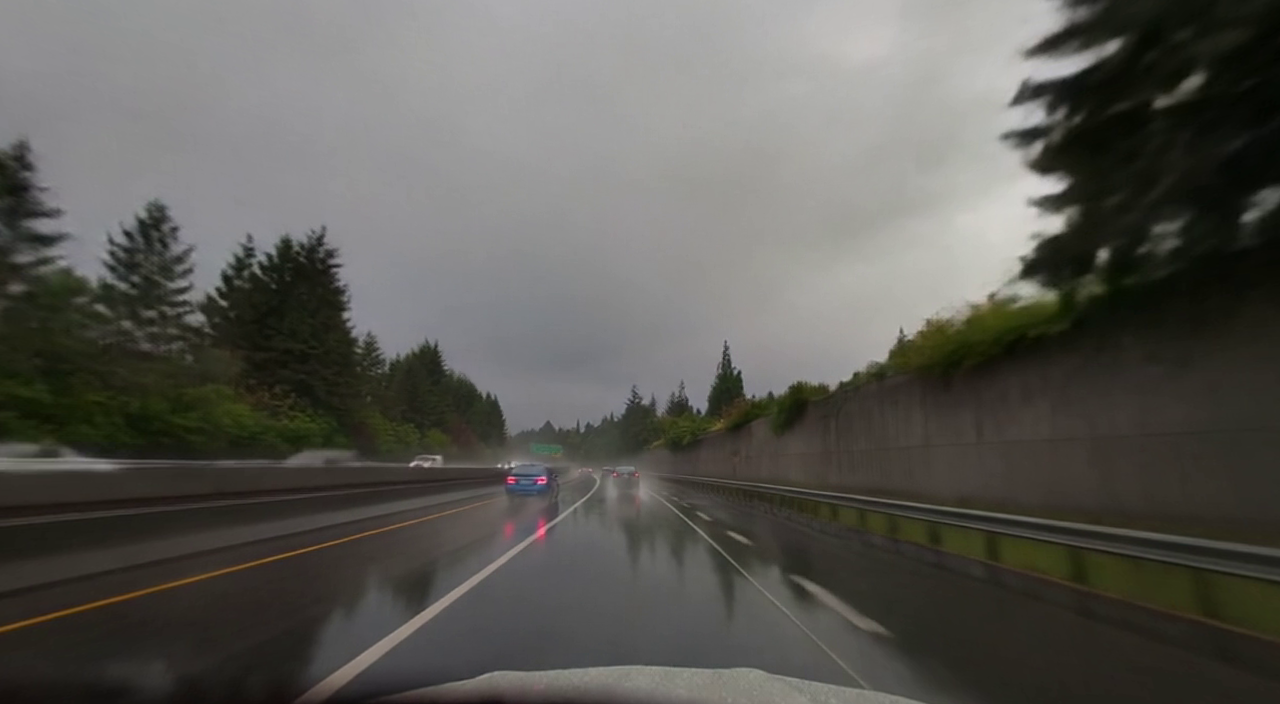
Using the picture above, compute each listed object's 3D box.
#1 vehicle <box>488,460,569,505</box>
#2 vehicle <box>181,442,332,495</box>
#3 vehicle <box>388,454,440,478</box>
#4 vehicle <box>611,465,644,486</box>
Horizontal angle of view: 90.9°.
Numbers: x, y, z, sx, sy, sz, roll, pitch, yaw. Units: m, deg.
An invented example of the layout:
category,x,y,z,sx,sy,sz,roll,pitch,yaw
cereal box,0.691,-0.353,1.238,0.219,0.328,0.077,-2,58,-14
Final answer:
category,x,y,z,sx,sy,sz,roll,pitch,yaw
vehicle,-4.159,4.989,24.346,2.310,1.521,4.731,1,-11,-1
vehicle,-12.496,3.873,21.019,2.114,1.518,4.635,1,-11,0
vehicle,-17.505,8.908,48.996,2.289,1.672,4.818,2,-10,-1
vehicle,-0.929,9.387,48.005,2.363,1.526,4.687,1,-11,-1
